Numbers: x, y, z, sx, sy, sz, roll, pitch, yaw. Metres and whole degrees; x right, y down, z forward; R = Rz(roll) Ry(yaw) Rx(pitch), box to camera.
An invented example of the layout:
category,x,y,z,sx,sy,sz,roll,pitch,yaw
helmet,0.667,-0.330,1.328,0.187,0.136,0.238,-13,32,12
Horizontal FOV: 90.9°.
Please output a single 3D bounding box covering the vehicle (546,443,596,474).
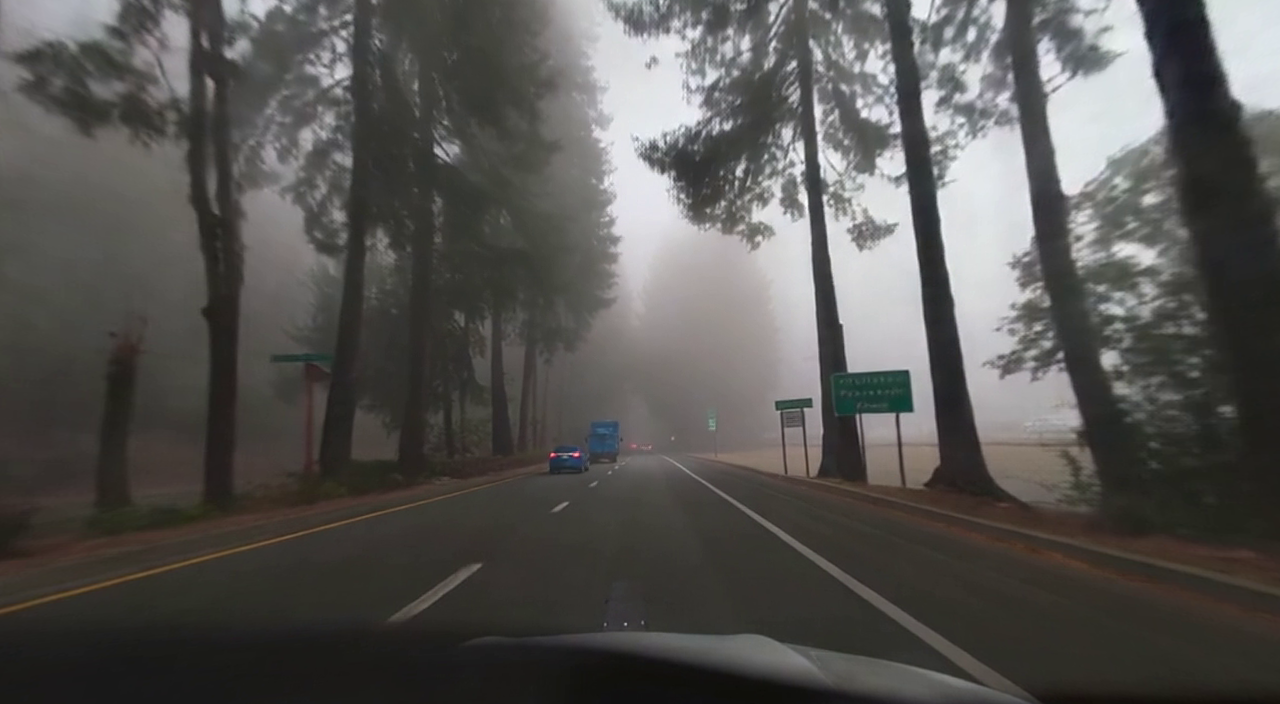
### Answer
category,x,y,z,sx,sy,sz,roll,pitch,yaw
vehicle,-3.460,5.408,32.224,2.005,1.462,4.345,0,-8,1
